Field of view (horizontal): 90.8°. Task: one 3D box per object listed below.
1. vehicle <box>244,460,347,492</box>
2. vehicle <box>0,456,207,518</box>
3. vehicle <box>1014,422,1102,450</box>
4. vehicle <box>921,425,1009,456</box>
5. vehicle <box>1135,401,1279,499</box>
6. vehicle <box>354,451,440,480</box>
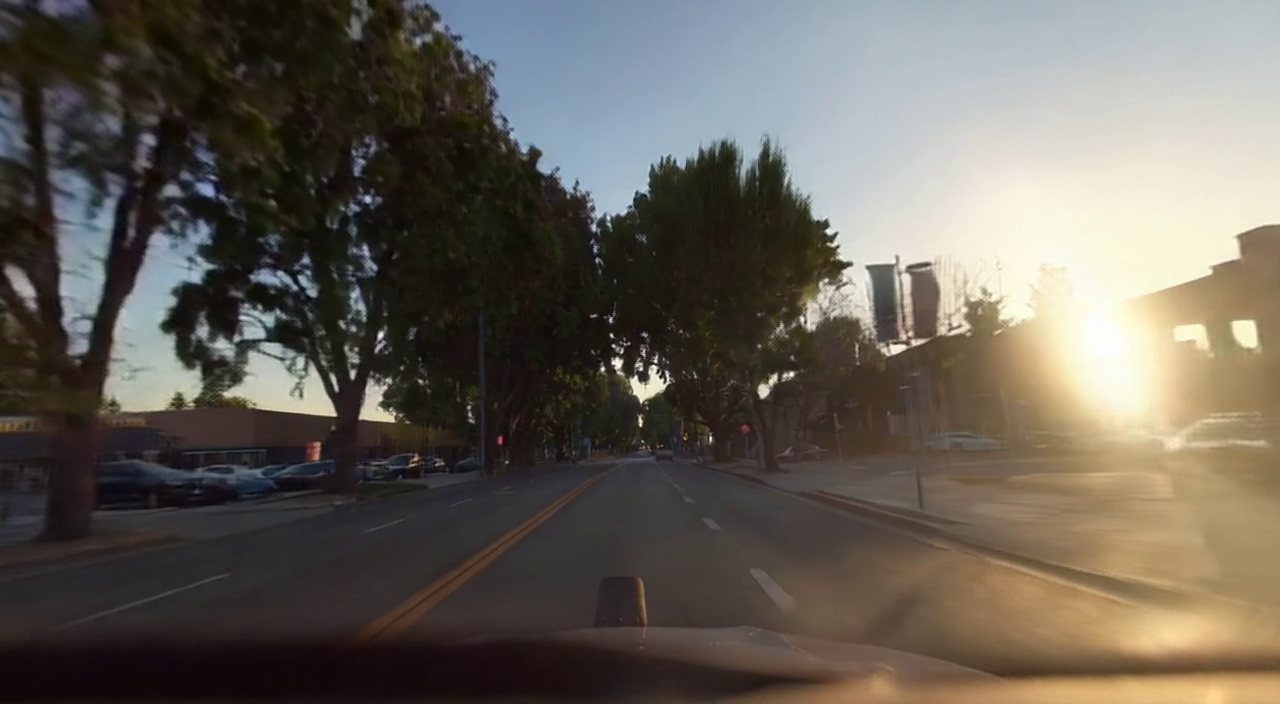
[{"bbox_3d":[-15.987,5.755,29.439,3.771,1.404,1.639,0,-9,-2],"label":"vehicle"},{"bbox_3d":[-16.289,4.061,19.295,4.650,1.700,1.915,0,-9,-2],"label":"vehicle"},{"bbox_3d":[32.342,6.524,48.960,5.318,1.849,2.058,-2,-9,-3],"label":"vehicle"},{"bbox_3d":[25.168,6.878,49.041,5.444,1.901,2.250,-4,-9,-3],"label":"vehicle"},{"bbox_3d":[11.204,1.812,11.828,4.587,1.504,1.928,7,-11,-39],"label":"vehicle"},{"bbox_3d":[-15.215,7.131,39.708,4.579,1.701,2.033,-1,-9,1],"label":"vehicle"}]
